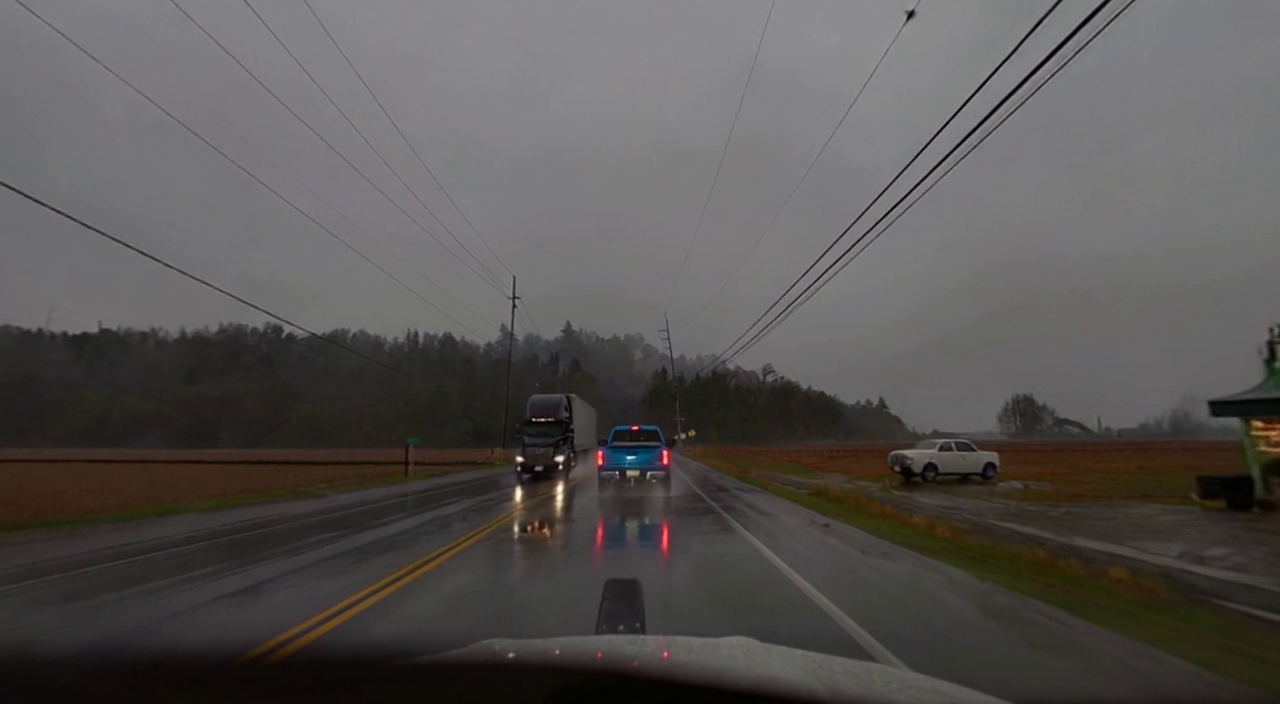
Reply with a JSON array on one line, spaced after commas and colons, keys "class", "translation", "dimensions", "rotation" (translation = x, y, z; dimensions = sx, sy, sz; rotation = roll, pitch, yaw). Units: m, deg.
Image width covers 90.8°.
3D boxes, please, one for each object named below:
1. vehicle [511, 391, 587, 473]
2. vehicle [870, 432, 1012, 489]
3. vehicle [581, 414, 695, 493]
[{"class": "vehicle", "translation": [-4.789, 4.469, 34.938], "dimensions": [3.063, 3.986, 7.883], "rotation": [0, -8, 0]}, {"class": "vehicle", "translation": [10.670, 3.743, 22.205], "dimensions": [5.304, 1.754, 2.340], "rotation": [6, -11, -39]}, {"class": "vehicle", "translation": [-0.079, 3.159, 20.074], "dimensions": [2.921, 2.031, 7.416], "rotation": [0, -8, 0]}]
